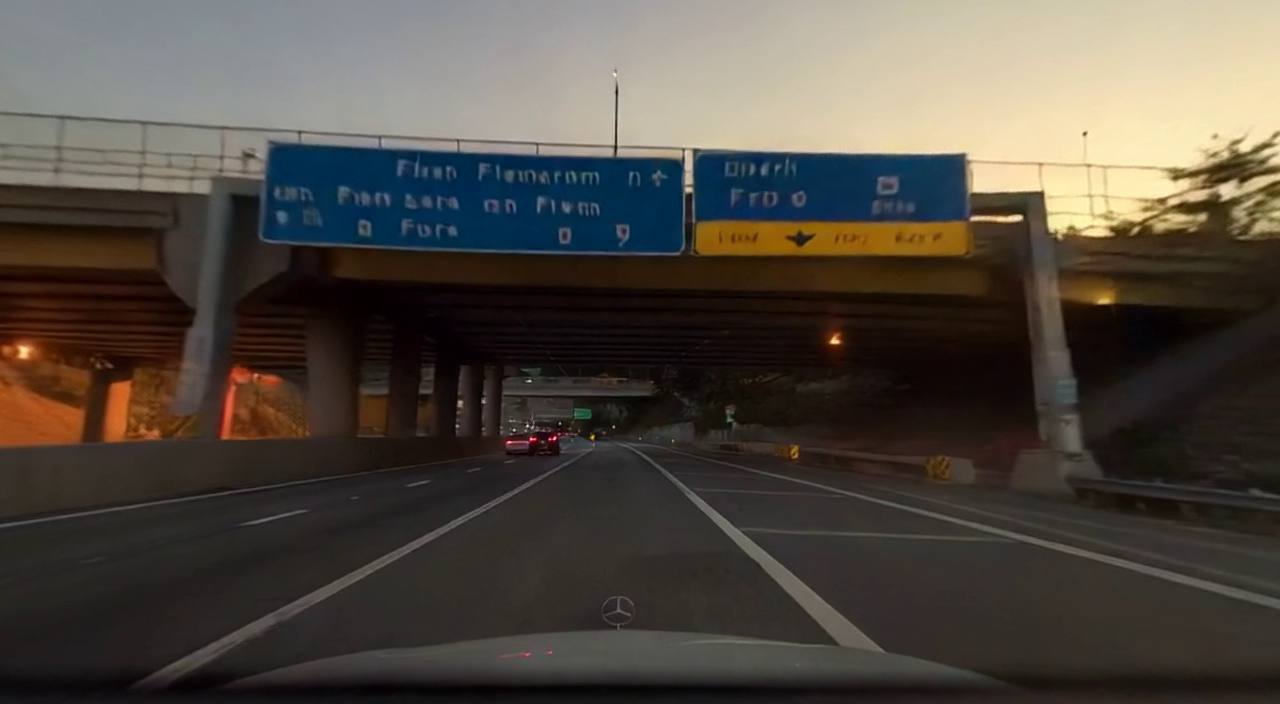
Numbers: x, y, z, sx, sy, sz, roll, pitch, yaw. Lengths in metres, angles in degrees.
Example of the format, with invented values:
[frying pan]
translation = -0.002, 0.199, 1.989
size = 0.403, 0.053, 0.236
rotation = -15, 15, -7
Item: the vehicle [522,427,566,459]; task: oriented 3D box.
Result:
[vehicle]
translation = -5.577, 5.348, 37.070
size = 2.007, 1.727, 4.040
rotation = 0, -8, -1
